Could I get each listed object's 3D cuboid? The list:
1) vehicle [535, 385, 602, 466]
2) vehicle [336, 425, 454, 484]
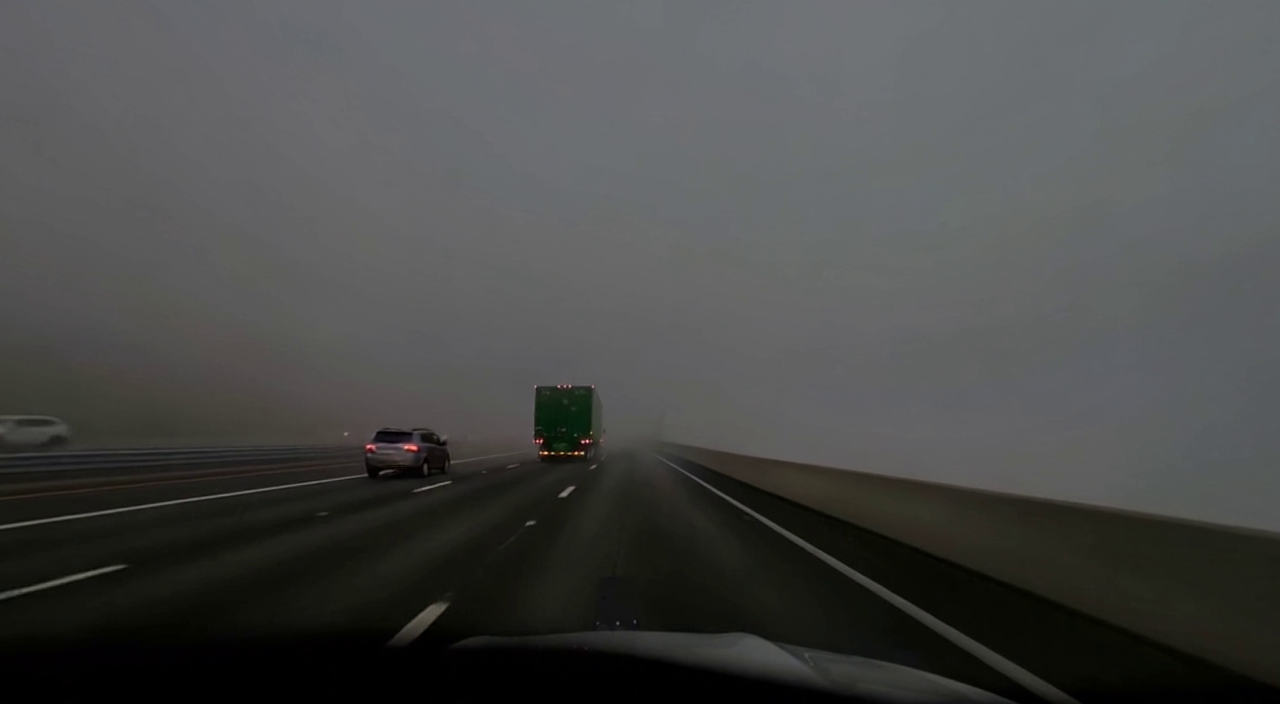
[{"bbox_3d":[-4.005,4.589,37.893,3.002,3.987,12.477,-2,-8,-2],"label":"vehicle"},{"bbox_3d":[-7.750,3.255,20.410,2.075,1.691,4.431,0,-8,-1],"label":"vehicle"}]
